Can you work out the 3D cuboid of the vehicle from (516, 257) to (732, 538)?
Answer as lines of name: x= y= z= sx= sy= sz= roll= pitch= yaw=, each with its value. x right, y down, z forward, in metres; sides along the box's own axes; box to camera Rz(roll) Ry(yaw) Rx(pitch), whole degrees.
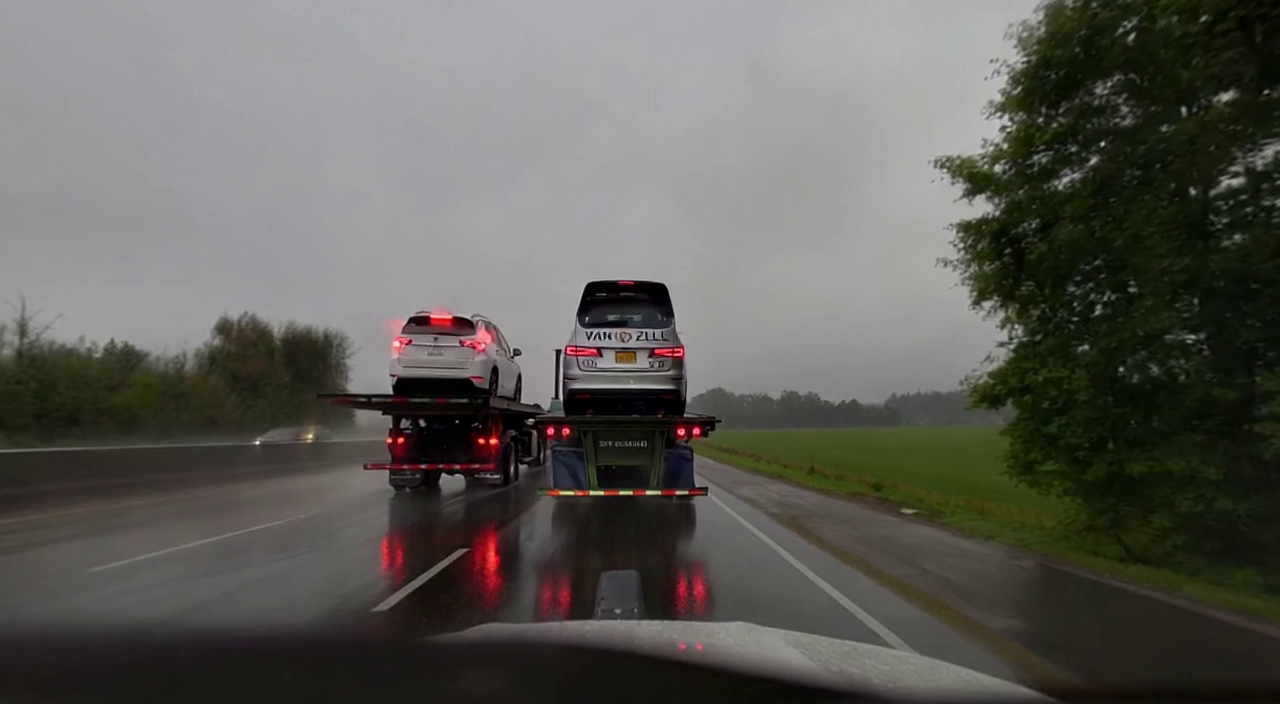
vehicle: x=-0.399 y=1.137 z=12.783 sx=2.738 sy=3.628 sz=9.223 roll=0 pitch=-7 yaw=-3

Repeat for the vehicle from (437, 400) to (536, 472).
vehicle: x=-4.598 y=2.609 z=19.676 sx=2.258 sy=1.970 sz=4.402 roll=0 pitch=-8 yaw=-4

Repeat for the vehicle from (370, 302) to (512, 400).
vehicle: x=-4.596 y=0.145 z=15.422 sx=2.118 sy=1.799 sz=4.591 roll=0 pitch=-7 yaw=-2
